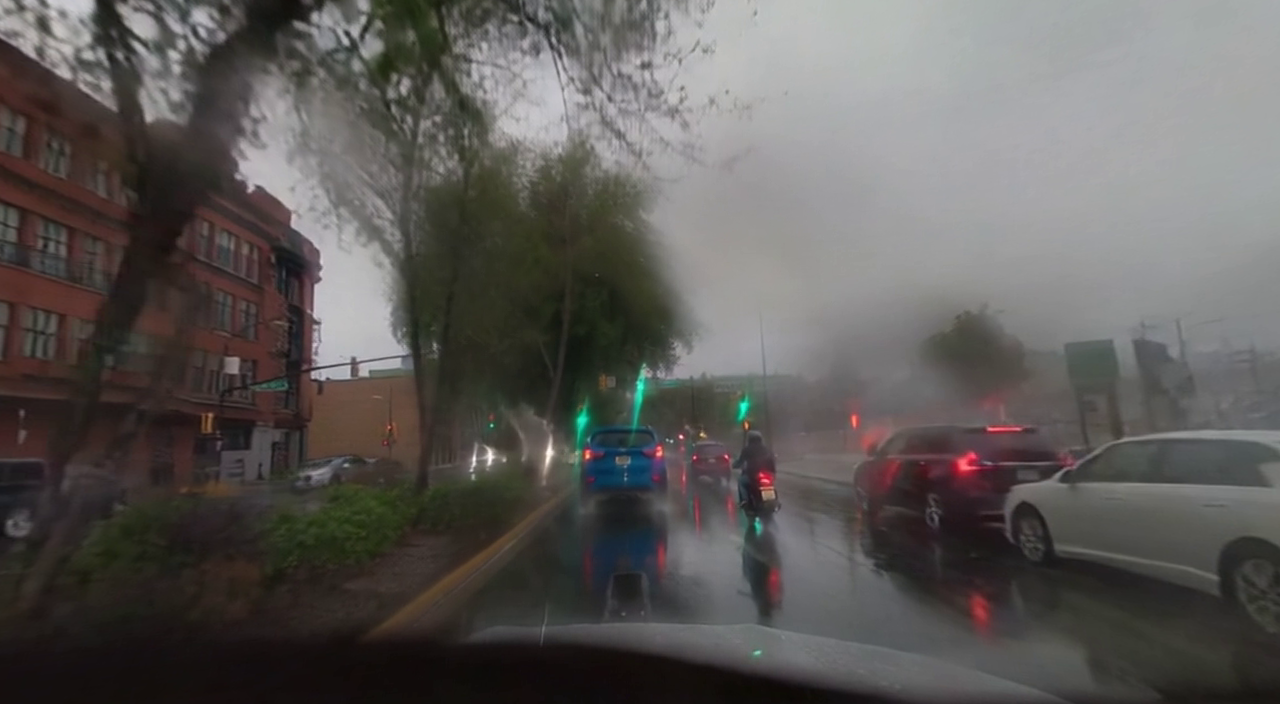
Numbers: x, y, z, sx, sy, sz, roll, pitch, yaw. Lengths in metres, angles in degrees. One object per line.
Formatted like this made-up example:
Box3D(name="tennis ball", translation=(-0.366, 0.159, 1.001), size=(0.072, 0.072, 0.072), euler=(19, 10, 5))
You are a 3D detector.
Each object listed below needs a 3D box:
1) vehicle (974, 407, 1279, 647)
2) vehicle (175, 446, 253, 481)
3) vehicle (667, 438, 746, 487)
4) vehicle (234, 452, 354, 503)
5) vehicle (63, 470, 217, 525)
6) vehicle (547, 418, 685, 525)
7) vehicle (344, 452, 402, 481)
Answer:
Box3D(name="vehicle", translation=(5.118, 1.320, 5.335), size=(2.012, 1.532, 4.565), euler=(0, -9, -1))
Box3D(name="vehicle", translation=(-33.308, 8.754, 49.386), size=(4.576, 2.249, 2.096), euler=(-5, -10, -2))
Box3D(name="vehicle", translation=(2.145, 3.754, 21.730), size=(2.101, 1.507, 4.355), euler=(0, -9, -2))
Box3D(name="vehicle", translation=(-14.296, 5.158, 26.525), size=(2.142, 1.826, 5.471), euler=(0, -9, -3))
Box3D(name="vehicle", translation=(-17.848, 5.168, 22.868), size=(2.038, 1.607, 4.348), euler=(0, -9, -1))
Box3D(name="vehicle", translation=(-0.420, 2.289, 12.577), size=(2.265, 1.748, 4.130), euler=(0, -9, -1))
Box3D(name="vehicle", translation=(-19.411, 8.331, 46.051), size=(2.134, 1.915, 5.317), euler=(1, -9, -3))
